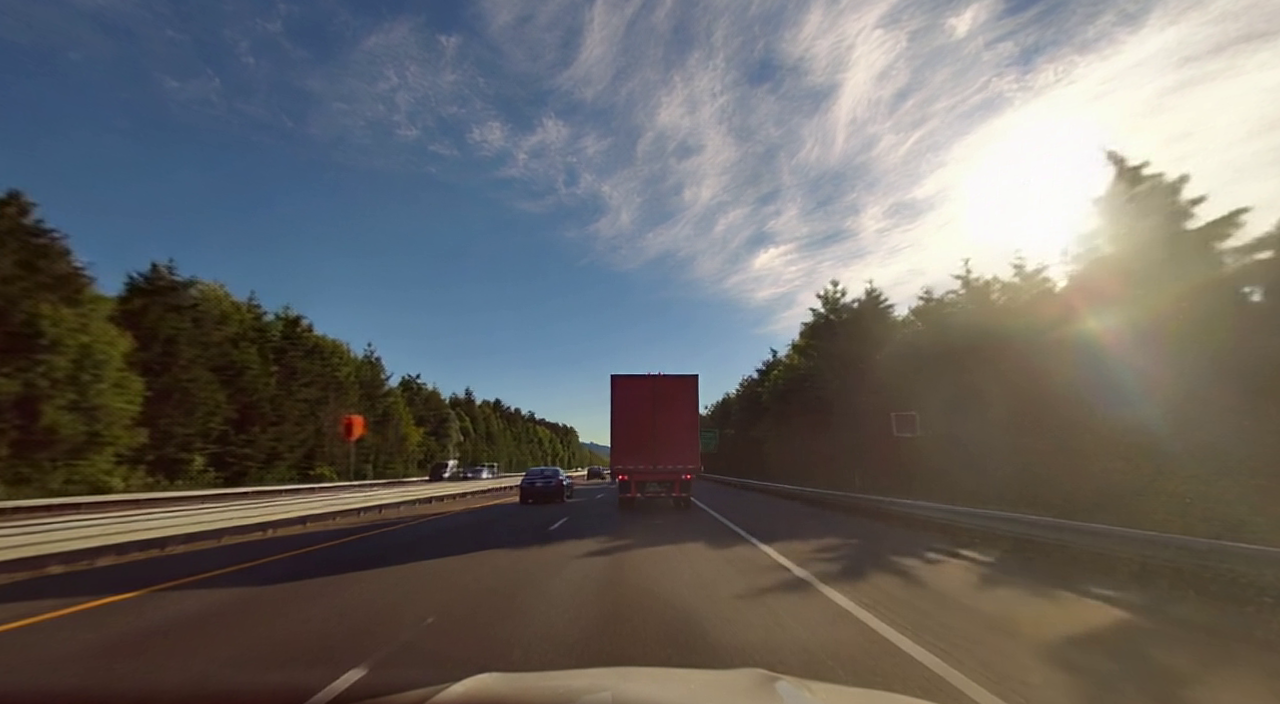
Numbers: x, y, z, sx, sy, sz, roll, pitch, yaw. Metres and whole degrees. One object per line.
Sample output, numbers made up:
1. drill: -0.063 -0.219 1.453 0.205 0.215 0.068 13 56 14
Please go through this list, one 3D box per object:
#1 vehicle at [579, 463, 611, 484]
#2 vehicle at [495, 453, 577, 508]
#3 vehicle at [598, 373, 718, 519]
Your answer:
1. vehicle: -3.400 9.336 48.488 2.079 1.506 4.821 0 -10 1
2. vehicle: -3.496 4.450 22.056 2.076 1.691 4.555 1 -10 0
3. vehicle: 0.396 3.230 20.869 3.008 3.678 9.512 1 -10 -1
